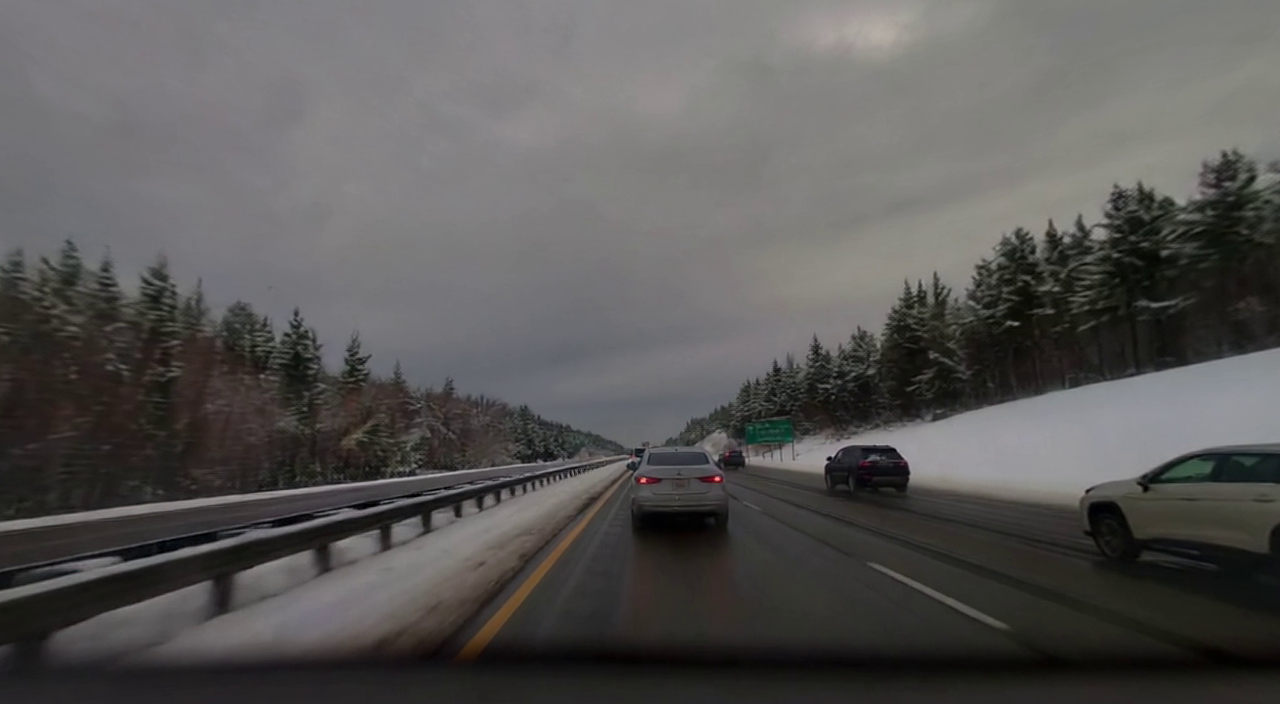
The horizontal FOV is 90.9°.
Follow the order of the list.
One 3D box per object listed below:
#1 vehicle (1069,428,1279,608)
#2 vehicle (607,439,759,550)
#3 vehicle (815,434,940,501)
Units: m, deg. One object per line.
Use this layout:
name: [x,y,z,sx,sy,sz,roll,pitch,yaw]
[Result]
vehicle: [6.351,1.464,5.767,1.965,1.484,4.090,0,-9,0]
vehicle: [0.577,2.258,10.569,2.076,1.485,3.774,0,-9,0]
vehicle: [6.772,3.338,18.525,1.980,1.702,4.235,0,-9,0]
